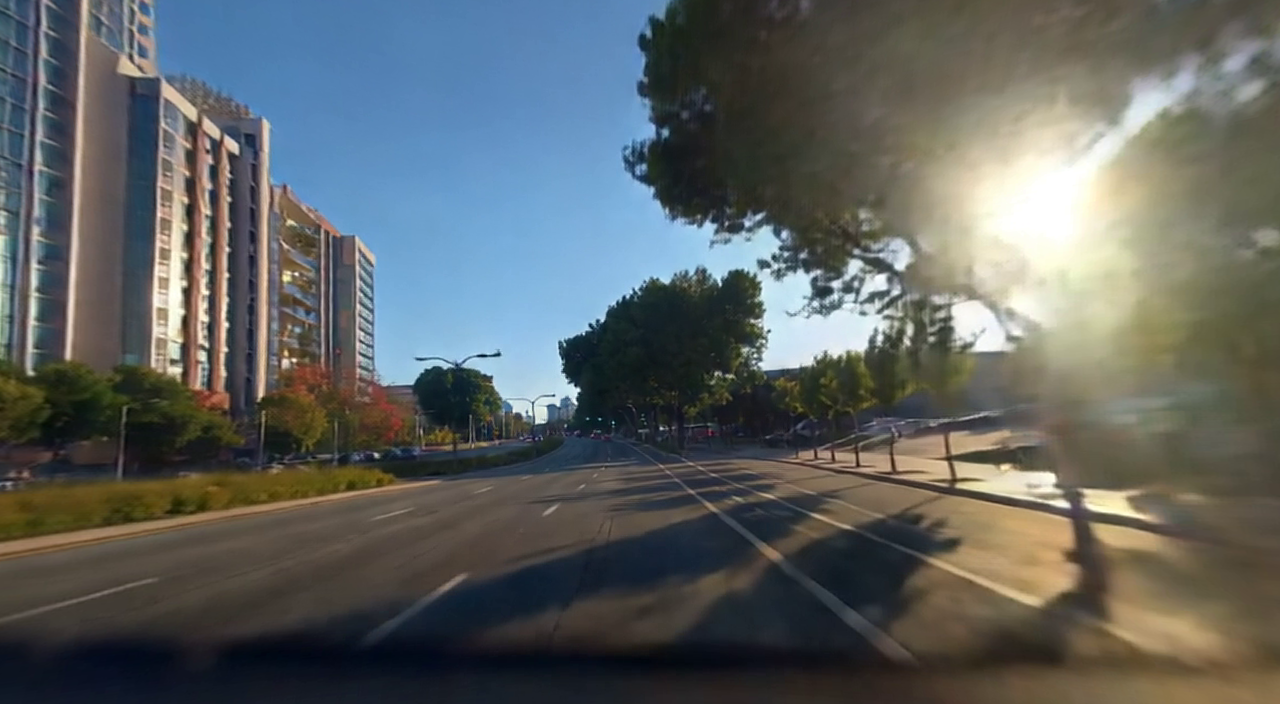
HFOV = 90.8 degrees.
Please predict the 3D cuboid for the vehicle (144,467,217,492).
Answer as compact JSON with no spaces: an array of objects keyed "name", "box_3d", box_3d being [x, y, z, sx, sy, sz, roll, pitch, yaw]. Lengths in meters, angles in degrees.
[{"name":"vehicle","box_3d":[-33.526,9.282,46.221,2.020,1.552,4.568,0,-8,-2]}]
